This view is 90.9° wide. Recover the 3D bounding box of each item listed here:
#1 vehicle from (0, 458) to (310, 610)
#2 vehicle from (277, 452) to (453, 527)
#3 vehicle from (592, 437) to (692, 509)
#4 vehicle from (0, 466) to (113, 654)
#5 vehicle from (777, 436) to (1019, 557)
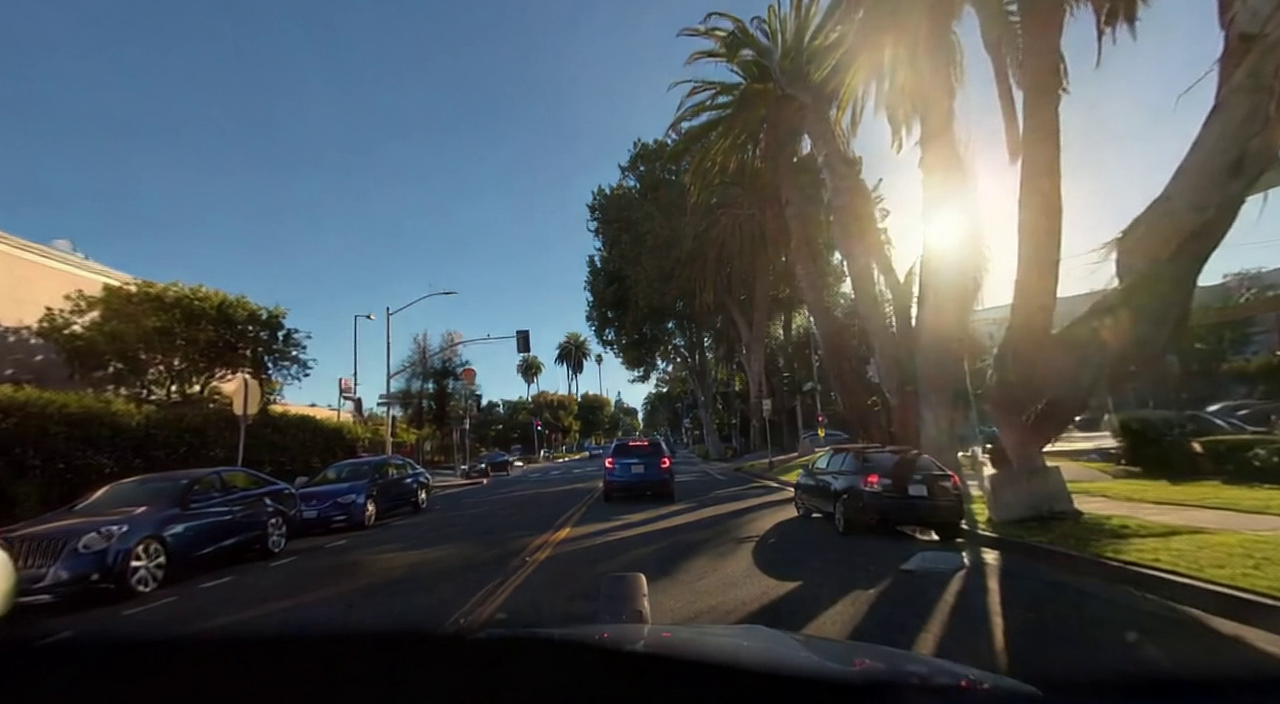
[{"bbox_3d":[-6.453,2.243,8.617,1.775,1.479,3.879,0,-8,0],"label":"vehicle"},{"bbox_3d":[-6.376,3.207,15.392,2.105,1.469,4.693,0,-8,1],"label":"vehicle"},{"bbox_3d":[0.044,2.802,15.099,2.060,1.452,4.078,0,-8,0],"label":"vehicle"},{"bbox_3d":[-6.179,1.543,3.946,1.850,1.482,4.454,0,-8,1],"label":"vehicle"},{"bbox_3d":[3.550,2.043,9.739,1.821,1.417,4.454,0,-8,0],"label":"vehicle"}]
